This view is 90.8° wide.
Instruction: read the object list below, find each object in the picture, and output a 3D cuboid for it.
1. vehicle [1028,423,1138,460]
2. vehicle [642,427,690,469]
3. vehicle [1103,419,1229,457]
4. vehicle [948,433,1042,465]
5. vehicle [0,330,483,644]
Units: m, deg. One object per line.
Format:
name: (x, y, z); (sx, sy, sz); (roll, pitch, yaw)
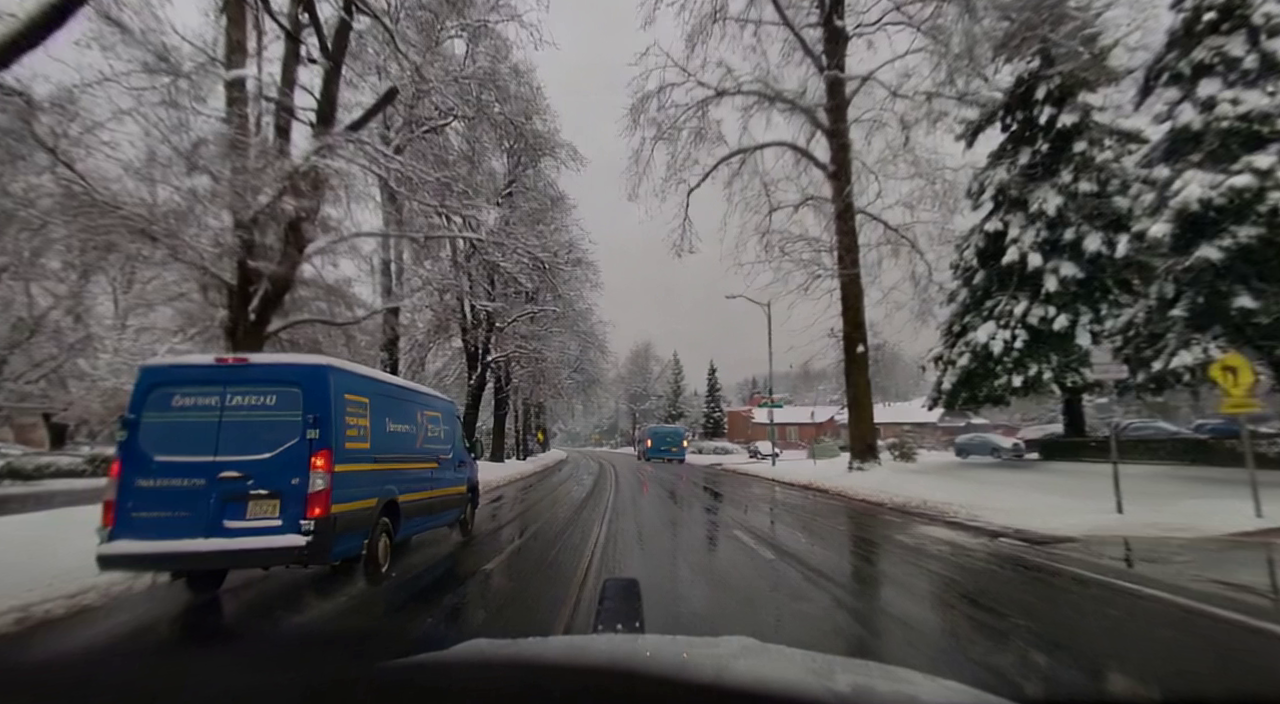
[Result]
vehicle: (23.341, 4.783, 33.561); (1.966, 1.798, 4.753); (1, -9, -7)
vehicle: (1.599, 6.287, 41.324); (2.397, 2.566, 5.324); (1, -9, -5)
vehicle: (28.520, 4.728, 34.511); (2.097, 1.881, 5.012); (1, -9, -8)
vehicle: (18.295, 5.014, 32.800); (1.926, 1.517, 4.505); (1, -9, -5)
vehicle: (-3.482, 1.278, 6.820); (2.420, 2.227, 4.499); (0, -9, -1)
